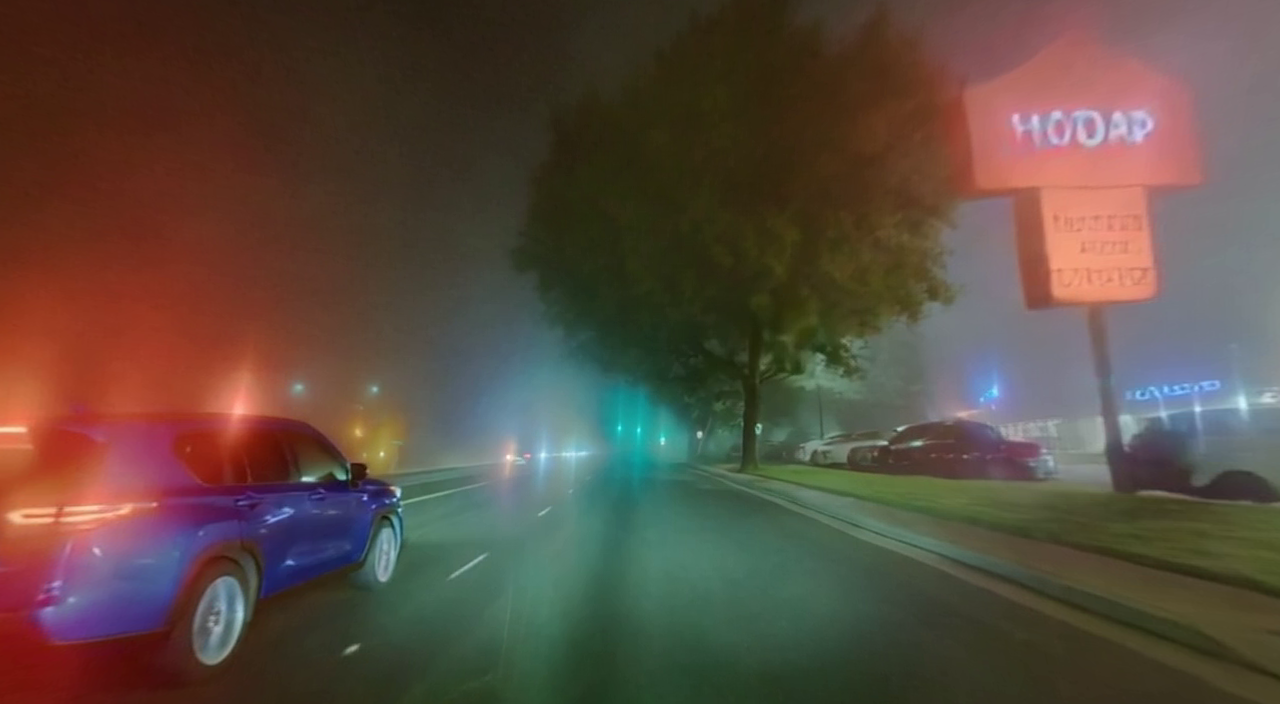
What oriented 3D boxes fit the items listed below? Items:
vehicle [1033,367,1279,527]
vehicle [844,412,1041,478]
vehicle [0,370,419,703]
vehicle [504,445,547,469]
[{"bbox_3d":[8.683,1.289,8.657,5.031,1.951,2.184,-3,-9,16],"label":"vehicle"},{"bbox_3d":[9.167,2.854,19.440,4.978,1.874,2.079,0,-8,-2],"label":"vehicle"},{"bbox_3d":[-3.461,1.200,4.659,2.127,1.654,4.121,0,-8,0],"label":"vehicle"},{"bbox_3d":[-7.377,6.795,41.132,1.990,1.483,4.410,0,-8,0],"label":"vehicle"}]
